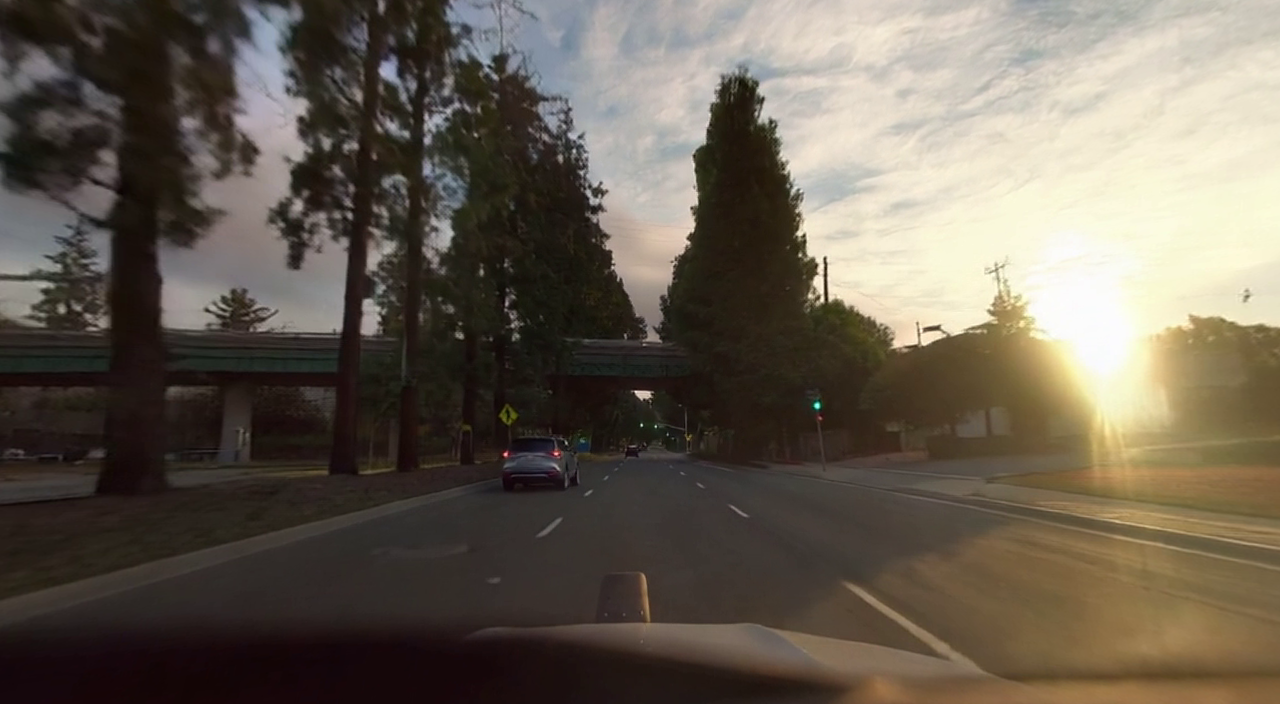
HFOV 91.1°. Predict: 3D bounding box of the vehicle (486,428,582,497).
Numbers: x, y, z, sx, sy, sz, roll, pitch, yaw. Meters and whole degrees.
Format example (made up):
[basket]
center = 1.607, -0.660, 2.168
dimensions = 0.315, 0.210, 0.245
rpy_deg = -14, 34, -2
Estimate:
[vehicle]
center = -2.860, 3.110, 17.953
dimensions = 1.882, 1.704, 4.335
rpy_deg = 0, -9, 2
